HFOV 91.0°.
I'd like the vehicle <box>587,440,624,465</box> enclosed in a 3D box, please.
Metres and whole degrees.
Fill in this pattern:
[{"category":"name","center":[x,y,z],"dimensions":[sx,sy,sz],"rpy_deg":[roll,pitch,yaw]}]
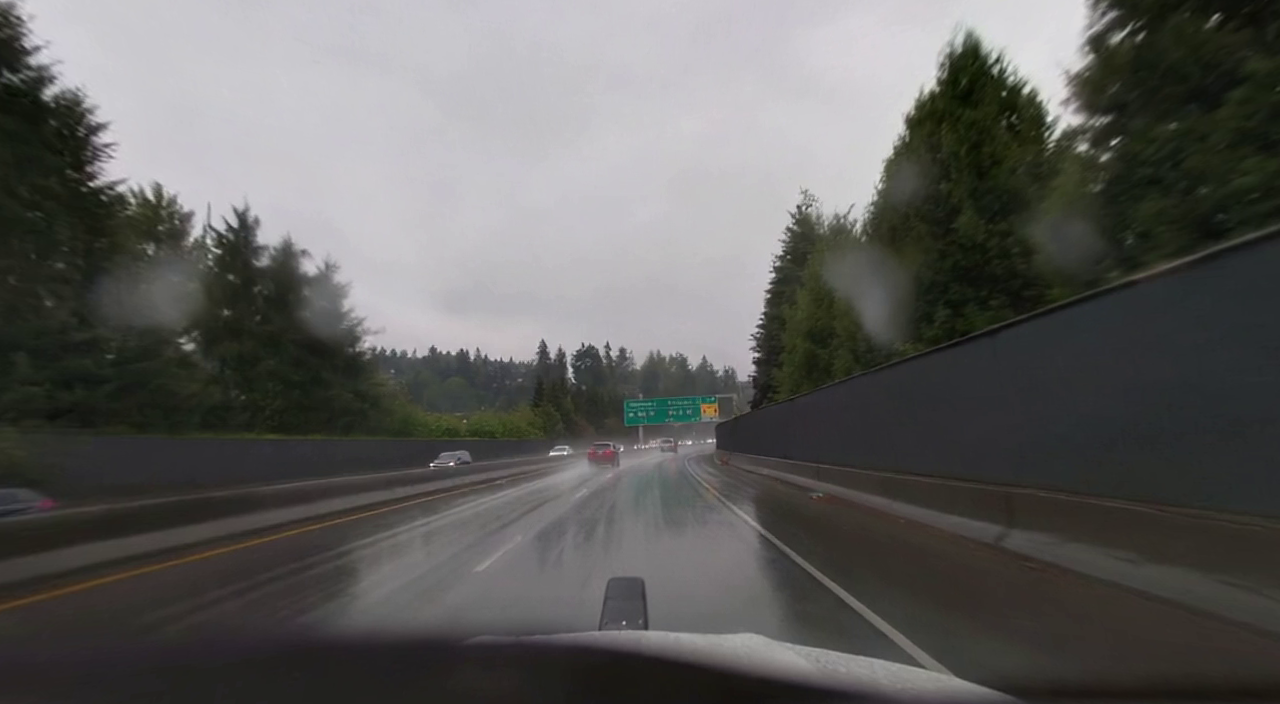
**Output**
[{"category":"vehicle","center":[-2.195,6.592,41.376],"dimensions":[1.985,1.518,3.847],"rpy_deg":[-1,-8,4]}]

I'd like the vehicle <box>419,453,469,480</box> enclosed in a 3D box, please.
[{"category":"vehicle","center":[-13.708,7.987,44.290],"dimensions":[1.909,1.706,4.501],"rpy_deg":[0,-8,2]}]
